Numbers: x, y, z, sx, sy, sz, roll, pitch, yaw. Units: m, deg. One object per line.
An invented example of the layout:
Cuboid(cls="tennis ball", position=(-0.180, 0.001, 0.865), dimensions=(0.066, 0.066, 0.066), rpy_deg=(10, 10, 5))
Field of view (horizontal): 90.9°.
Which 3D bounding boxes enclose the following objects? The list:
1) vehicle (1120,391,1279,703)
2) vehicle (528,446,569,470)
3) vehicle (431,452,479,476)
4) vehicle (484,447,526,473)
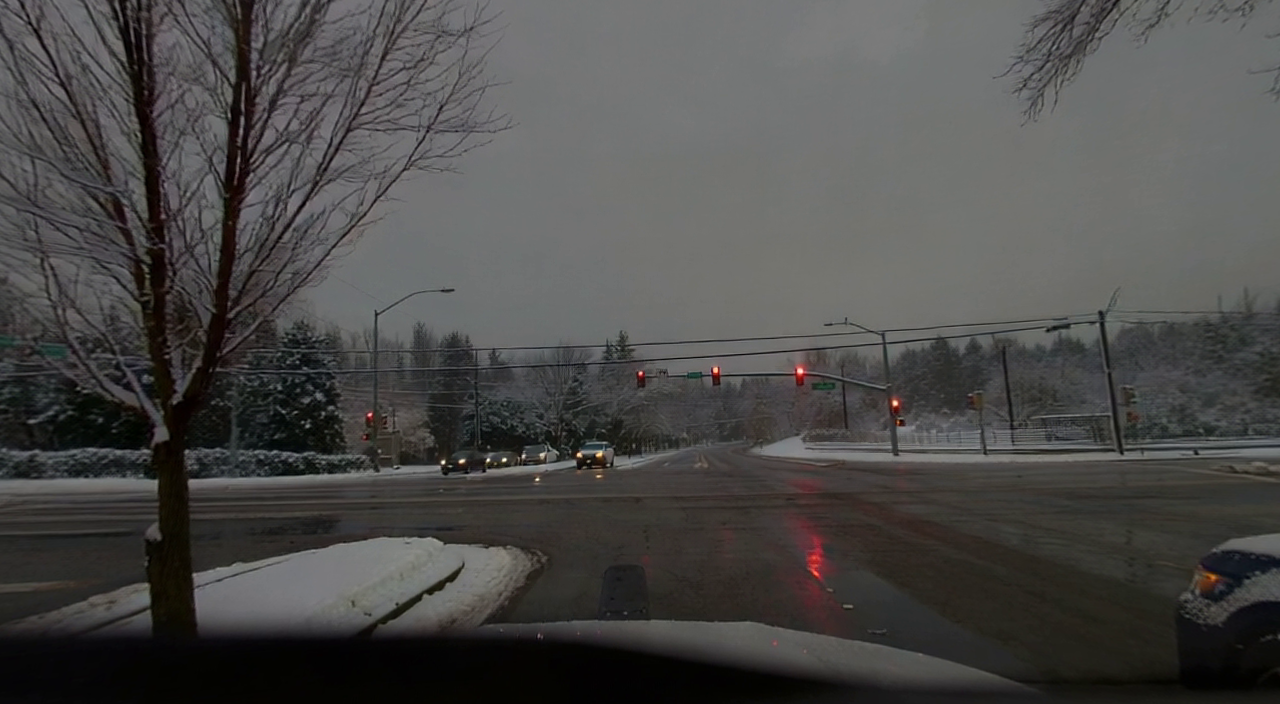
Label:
Cuboid(cls="vehicle", position=(3.060, 0.618, 0.416), dimensions=(1.978, 1.468, 4.544), rpy_deg=(0, -9, 1))
Cuboid(cls="vehicle", position=(-6.535, 7.611, 45.504), dimensions=(2.126, 1.657, 4.307), rpy_deg=(-1, -9, 3))
Cuboid(cls="vehicle", position=(-13.388, 8.119, 45.992), dimensions=(2.101, 1.637, 4.304), rpy_deg=(0, -9, 1))
Cuboid(cls="vehicle", position=(-9.766, 7.838, 45.937), dimensions=(2.064, 1.725, 4.243), rpy_deg=(0, -9, 1))
